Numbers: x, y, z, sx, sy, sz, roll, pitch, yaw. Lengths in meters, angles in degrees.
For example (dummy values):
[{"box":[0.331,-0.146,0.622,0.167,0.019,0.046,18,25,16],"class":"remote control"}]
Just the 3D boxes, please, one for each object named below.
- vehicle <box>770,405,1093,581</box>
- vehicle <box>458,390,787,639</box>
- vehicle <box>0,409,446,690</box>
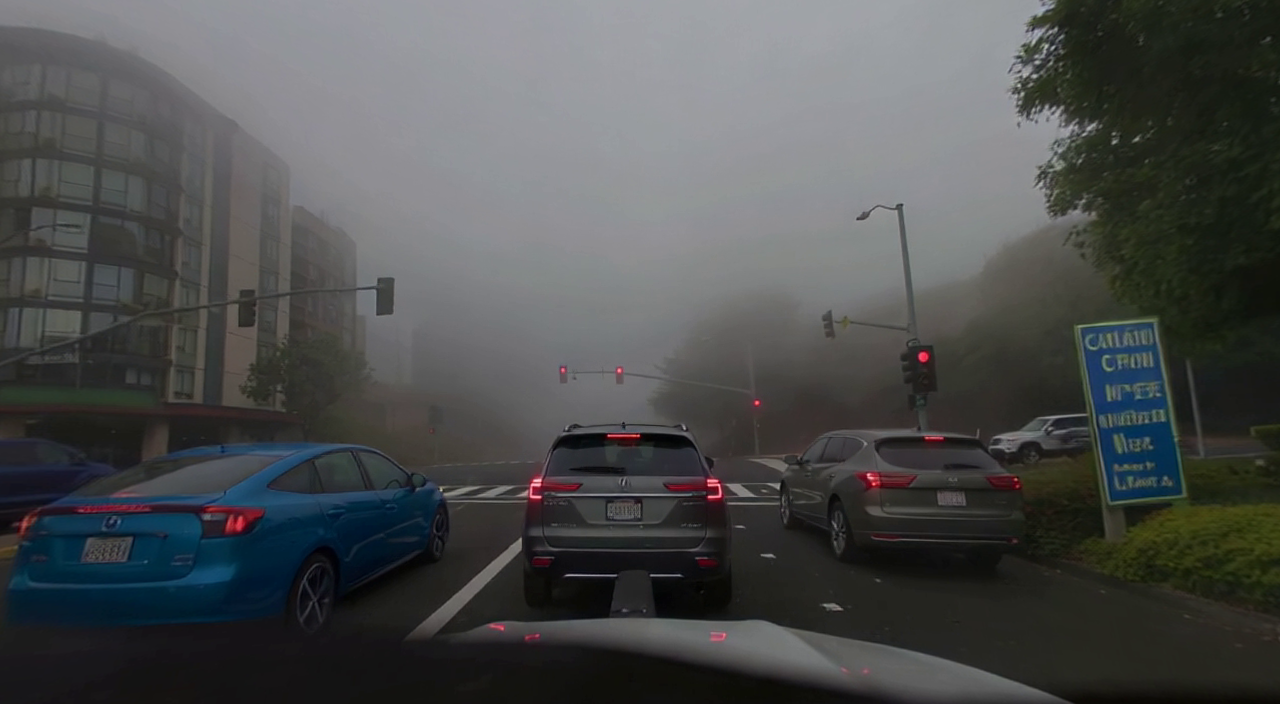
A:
[{"box":[3.218,1.662,8.262,2.004,1.646,4.554,0,-8,0],"class":"vehicle"},{"box":[-0.132,1.408,6.439,2.195,1.662,4.262,0,-8,-1],"class":"vehicle"},{"box":[-3.551,1.420,5.819,1.906,1.524,4.547,0,-8,2],"class":"vehicle"}]
